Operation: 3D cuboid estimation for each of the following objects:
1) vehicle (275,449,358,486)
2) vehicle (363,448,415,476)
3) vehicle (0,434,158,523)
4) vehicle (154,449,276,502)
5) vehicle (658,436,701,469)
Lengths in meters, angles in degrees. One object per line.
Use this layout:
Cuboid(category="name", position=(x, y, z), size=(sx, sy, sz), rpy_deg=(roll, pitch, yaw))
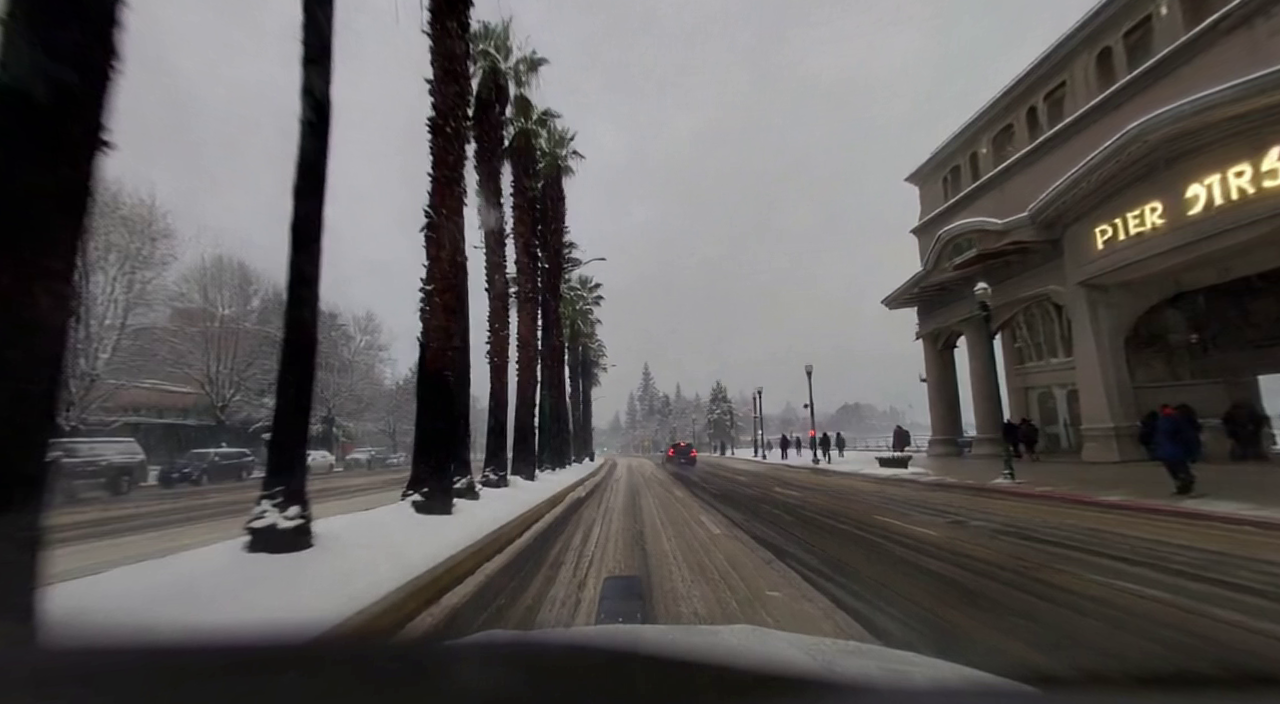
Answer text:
Cuboid(category="vehicle", position=(-18.179, 6.488, 35.841), size=(2.049, 1.878, 5.125), rpy_deg=(0, -9, -2))
Cuboid(category="vehicle", position=(-18.517, 8.105, 46.844), size=(2.136, 1.890, 4.670), rpy_deg=(-3, -8, -1))
Cuboid(category="vehicle", position=(-18.070, 3.712, 19.115), size=(2.369, 2.332, 5.760), rpy_deg=(0, -9, 0))
Cuboid(category="vehicle", position=(-17.805, 5.142, 26.838), size=(1.947, 1.871, 4.855), rpy_deg=(-4, -8, -1))
Cuboid(category="vehicle", position=(2.525, 6.688, 42.232), size=(2.284, 2.010, 6.670), rpy_deg=(0, -9, -1))
